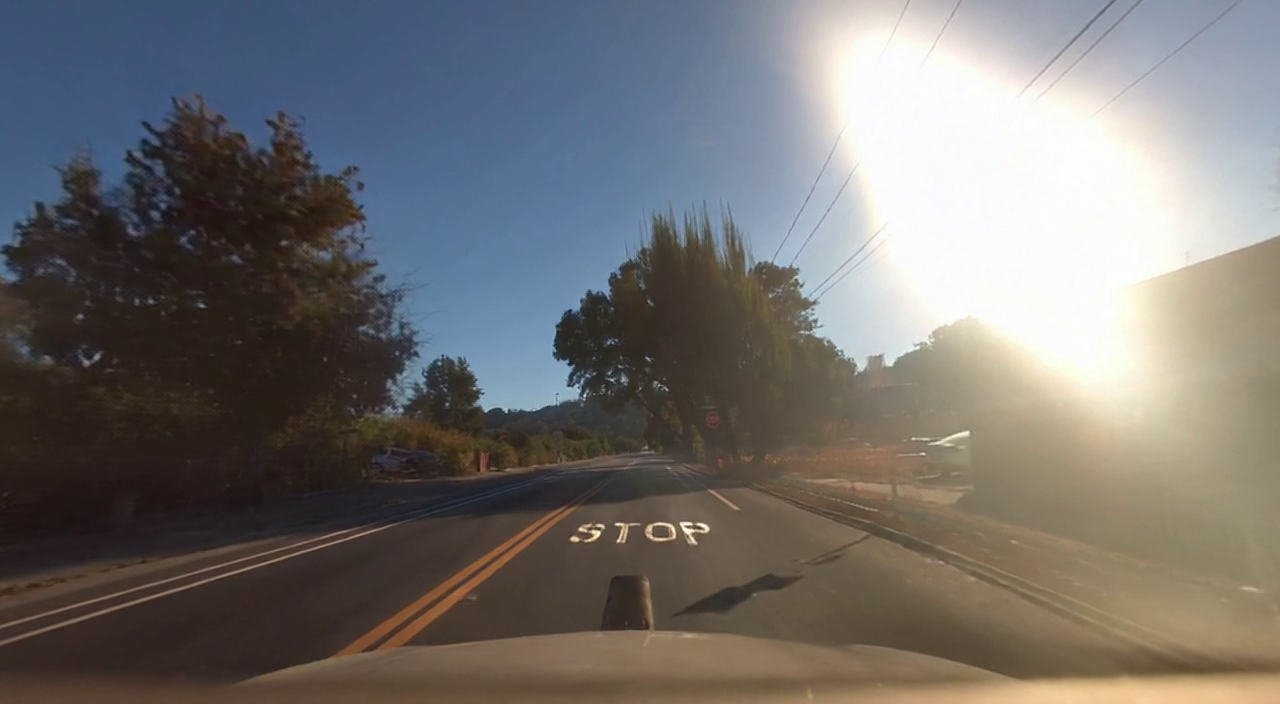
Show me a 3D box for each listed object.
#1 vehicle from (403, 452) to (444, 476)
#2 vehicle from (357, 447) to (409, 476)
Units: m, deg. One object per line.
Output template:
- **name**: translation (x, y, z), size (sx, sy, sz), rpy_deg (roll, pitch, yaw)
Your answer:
- **vehicle**: translation (-14.426, 7.471, 42.177), size (1.739, 1.539, 3.548), rpy_deg (1, -9, -6)
- **vehicle**: translation (-17.573, 7.536, 43.326), size (1.849, 1.831, 3.980), rpy_deg (-1, -11, 0)
